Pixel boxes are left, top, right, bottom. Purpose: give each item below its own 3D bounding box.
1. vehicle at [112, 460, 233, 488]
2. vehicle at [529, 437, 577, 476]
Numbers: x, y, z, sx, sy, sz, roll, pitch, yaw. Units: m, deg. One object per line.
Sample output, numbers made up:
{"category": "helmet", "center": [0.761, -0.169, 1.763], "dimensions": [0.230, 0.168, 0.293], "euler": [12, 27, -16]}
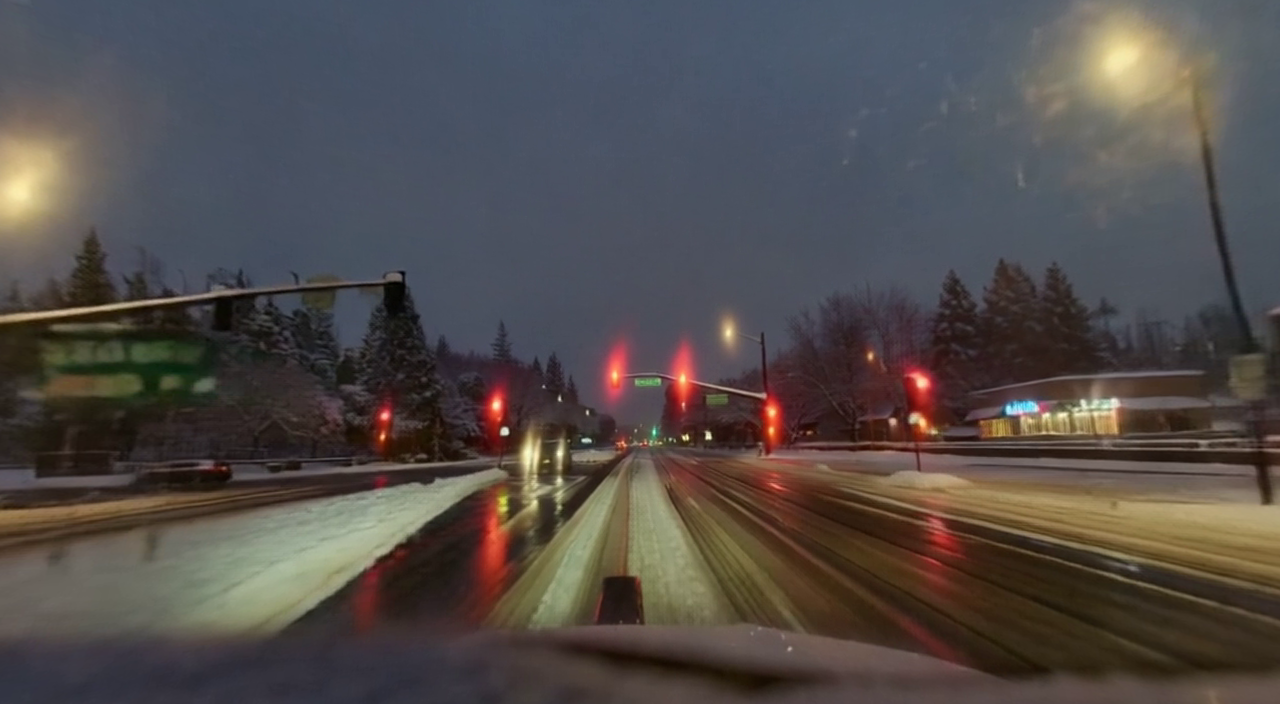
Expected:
{"category": "vehicle", "center": [-25.129, 6.559, 34.092], "dimensions": [4.854, 1.406, 2.060], "euler": [0, -8, 0]}
{"category": "vehicle", "center": [-4.050, 4.767, 29.105], "dimensions": [1.990, 1.639, 3.885], "euler": [1, -8, -9]}
